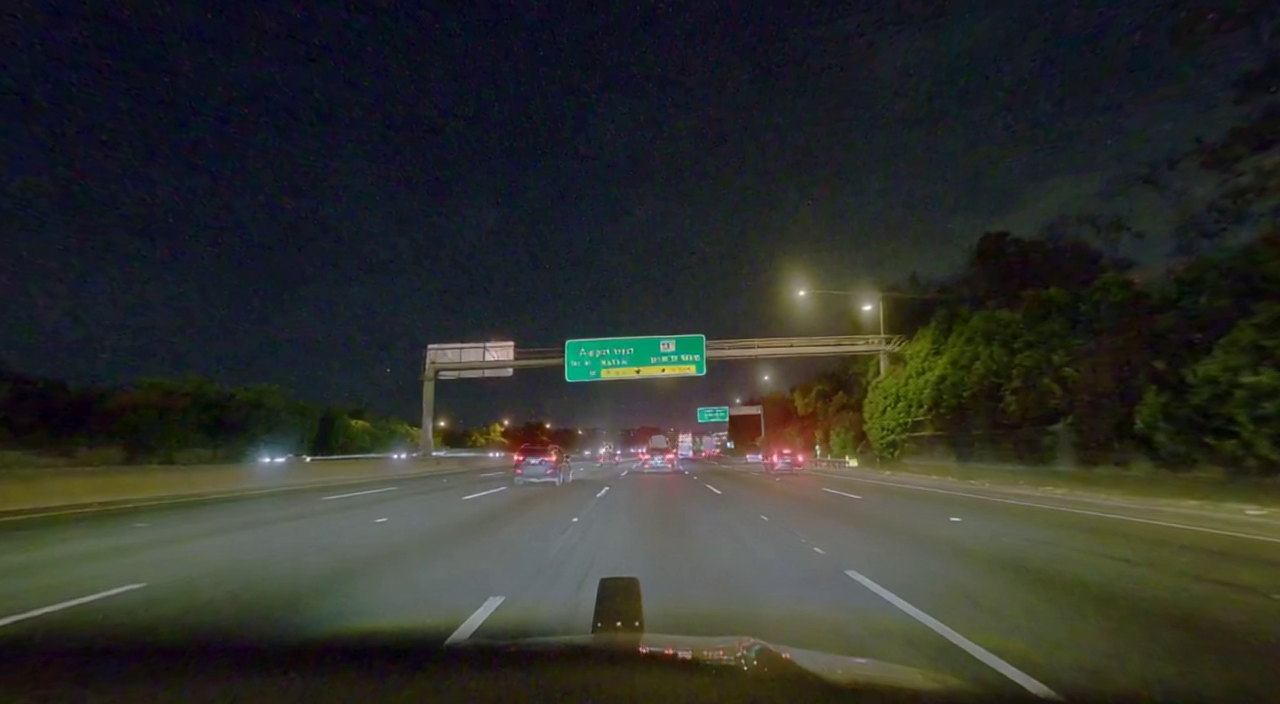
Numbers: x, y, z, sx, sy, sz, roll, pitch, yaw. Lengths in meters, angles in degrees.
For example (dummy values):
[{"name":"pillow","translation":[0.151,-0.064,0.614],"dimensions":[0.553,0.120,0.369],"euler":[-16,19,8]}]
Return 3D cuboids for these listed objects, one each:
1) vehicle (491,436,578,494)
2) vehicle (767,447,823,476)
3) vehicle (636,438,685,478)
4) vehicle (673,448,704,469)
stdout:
[{"name":"vehicle","translation":[-3.446,3.795,21.516],"dimensions":[2.142,1.759,4.297],"euler":[0,-9,1]},{"name":"vehicle","translation":[8.346,5.938,34.316],"dimensions":[1.936,1.480,4.373],"euler":[0,-9,0]},{"name":"vehicle","translation":[1.022,5.378,32.066],"dimensions":[2.270,1.862,4.949],"euler":[0,-9,1]},{"name":"vehicle","translation":[3.707,8.294,49.181],"dimensions":[2.131,1.556,4.310],"euler":[0,-9,1]}]
